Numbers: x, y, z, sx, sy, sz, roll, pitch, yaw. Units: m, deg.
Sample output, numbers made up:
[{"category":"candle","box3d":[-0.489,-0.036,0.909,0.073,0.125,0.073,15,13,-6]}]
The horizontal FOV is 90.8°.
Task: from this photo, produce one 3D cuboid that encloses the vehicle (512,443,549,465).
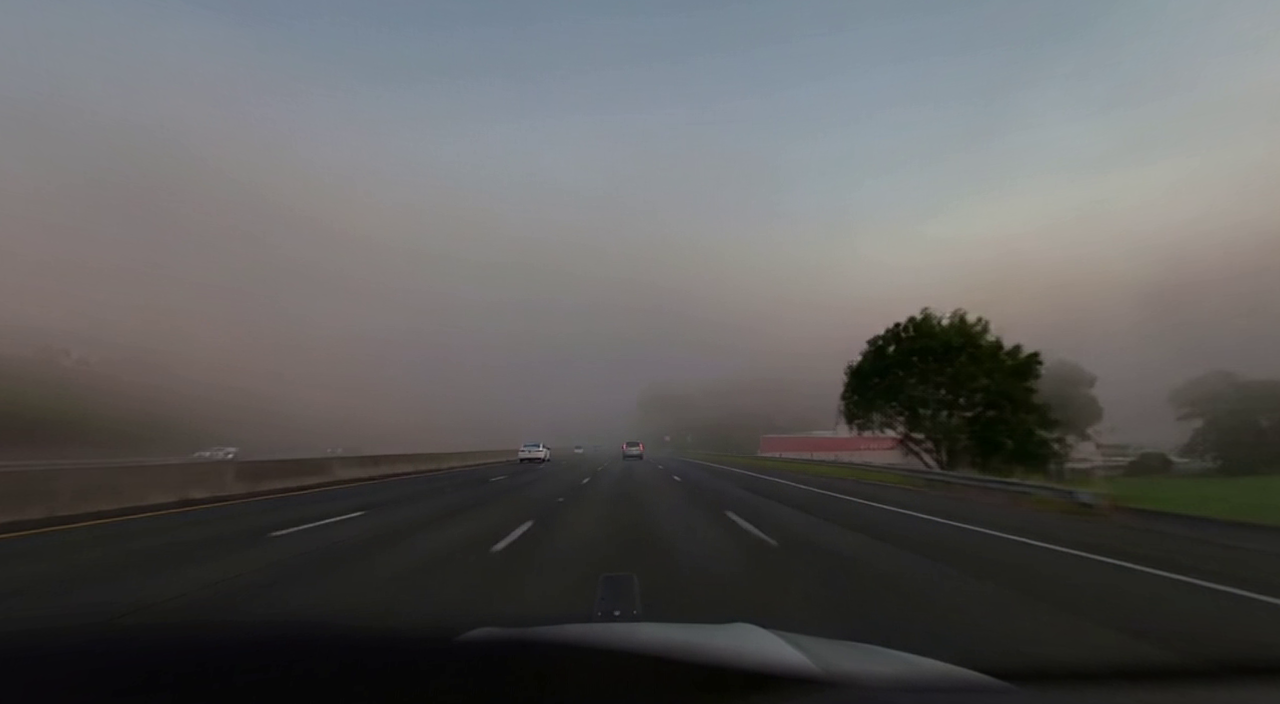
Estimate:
[{"category":"vehicle","box3d":[-8.015,7.519,46.710,1.991,1.572,4.314,0,-9,0]}]
